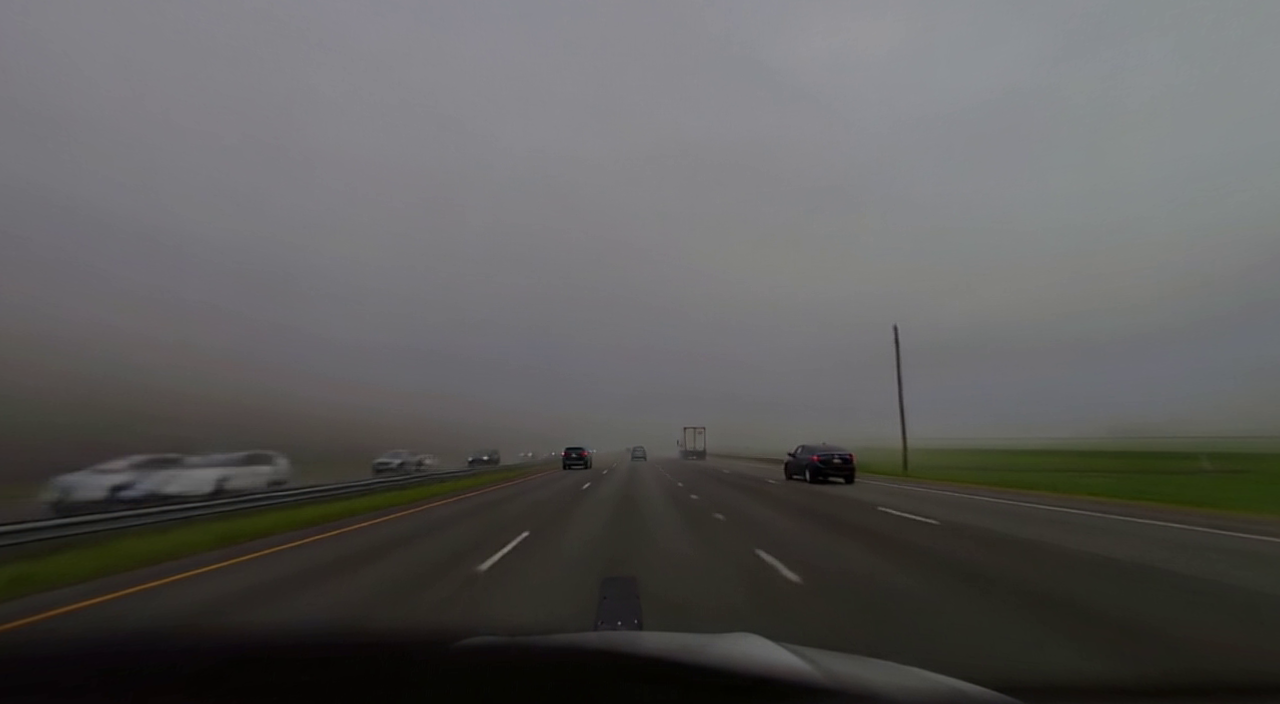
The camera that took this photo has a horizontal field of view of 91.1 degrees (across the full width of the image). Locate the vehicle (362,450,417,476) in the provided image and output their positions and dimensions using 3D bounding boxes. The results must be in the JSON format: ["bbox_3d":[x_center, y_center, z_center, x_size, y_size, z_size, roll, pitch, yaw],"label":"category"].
[{"bbox_3d":[-16.741,7.400,42.241,1.921,1.630,4.333,0,-9,0],"label":"vehicle"}]

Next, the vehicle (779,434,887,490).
[{"bbox_3d":[6.213,3.618,20.957,2.069,1.625,4.832,0,-9,0],"label":"vehicle"}]

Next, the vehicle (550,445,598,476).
[{"bbox_3d":[-3.503,5.847,34.077,2.160,1.530,4.500,0,-9,0],"label":"vehicle"}]

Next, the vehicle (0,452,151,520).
[{"bbox_3d":[-15.206,3.337,16.152,1.850,1.465,4.240,0,-9,0],"label":"vehicle"}]

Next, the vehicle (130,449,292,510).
[{"bbox_3d":[-11.457,3.383,17.137,1.775,1.434,3.718,0,-9,0],"label":"vehicle"}]
